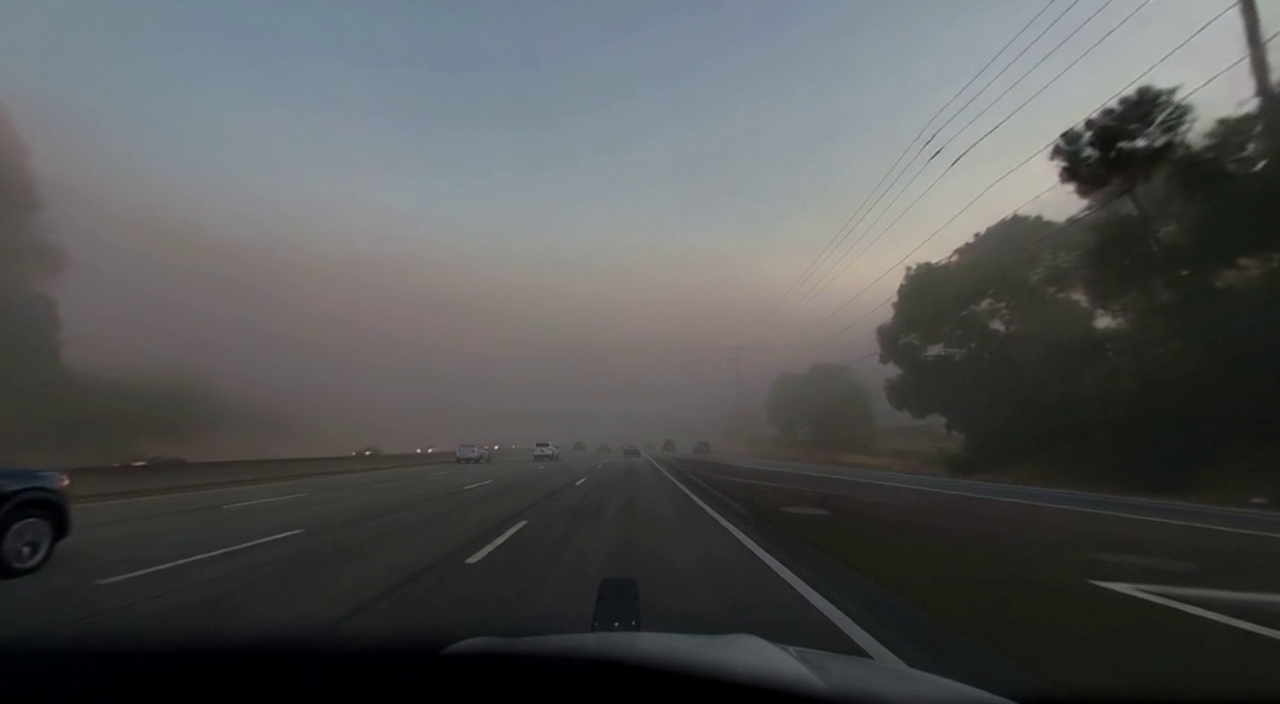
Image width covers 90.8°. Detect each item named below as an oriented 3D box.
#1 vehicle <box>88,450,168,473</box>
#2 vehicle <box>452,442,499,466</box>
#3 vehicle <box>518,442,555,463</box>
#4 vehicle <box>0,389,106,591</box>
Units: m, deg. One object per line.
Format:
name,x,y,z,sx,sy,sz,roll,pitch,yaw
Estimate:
vehicle,-34.355,7.334,42.540,1.777,1.438,4.387,0,-8,-1
vehicle,-10.650,6.601,41.170,1.887,1.473,4.352,0,-8,0
vehicle,-7.482,7.325,46.194,1.954,1.432,4.183,0,-8,0
vehicle,-6.796,0.998,3.998,2.115,1.799,5.444,0,-8,-1
